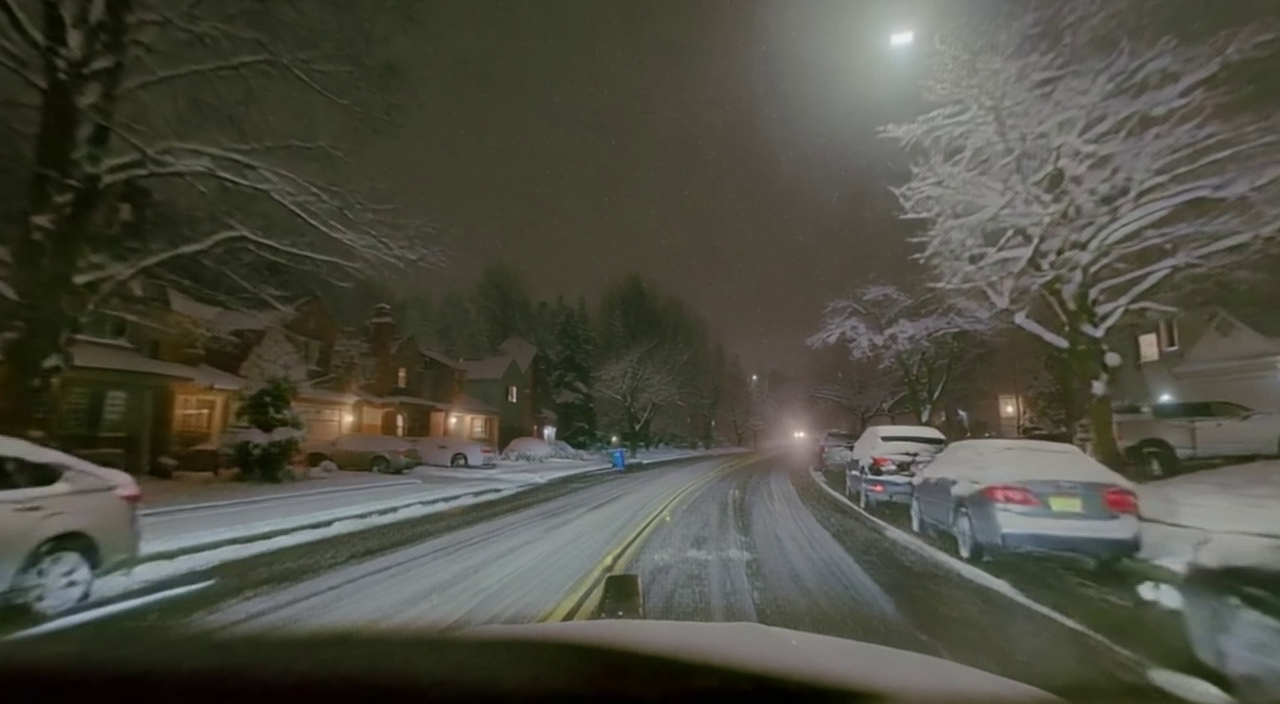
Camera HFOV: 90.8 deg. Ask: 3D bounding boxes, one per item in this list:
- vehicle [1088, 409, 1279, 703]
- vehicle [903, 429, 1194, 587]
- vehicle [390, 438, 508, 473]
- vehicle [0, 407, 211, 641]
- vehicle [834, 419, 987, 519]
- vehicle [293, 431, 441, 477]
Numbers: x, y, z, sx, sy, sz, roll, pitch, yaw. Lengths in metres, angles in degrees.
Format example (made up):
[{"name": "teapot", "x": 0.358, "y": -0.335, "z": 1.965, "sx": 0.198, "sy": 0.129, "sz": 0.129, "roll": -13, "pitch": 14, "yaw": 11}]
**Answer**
[{"name": "vehicle", "x": 3.754, "y": 0.809, "z": 1.529, "sx": 2.045, "sy": 1.478, "sz": 4.914, "roll": -1, "pitch": -9, "yaw": 5}, {"name": "vehicle", "x": 4.701, "y": 1.771, "z": 7.977, "sx": 1.806, "sy": 1.486, "sz": 3.535, "roll": -2, "pitch": -9, "yaw": 11}, {"name": "vehicle", "x": -8.283, "y": 4.486, "z": 27.556, "sx": 4.455, "sy": 1.419, "sz": 2.017, "roll": -2, "pitch": -9, "yaw": 12}, {"name": "vehicle", "x": -5.773, "y": 1.206, "z": 4.233, "sx": 2.030, "sy": 1.696, "sz": 4.828, "roll": -1, "pitch": -9, "yaw": 7}, {"name": "vehicle", "x": 5.655, "y": 2.492, "z": 13.943, "sx": 2.194, "sy": 1.786, "sz": 4.704, "roll": -2, "pitch": -9, "yaw": 12}, {"name": "vehicle", "x": -10.115, "y": 3.794, "z": 23.543, "sx": 4.635, "sy": 1.594, "sz": 2.132, "roll": -2, "pitch": -9, "yaw": 13}]
